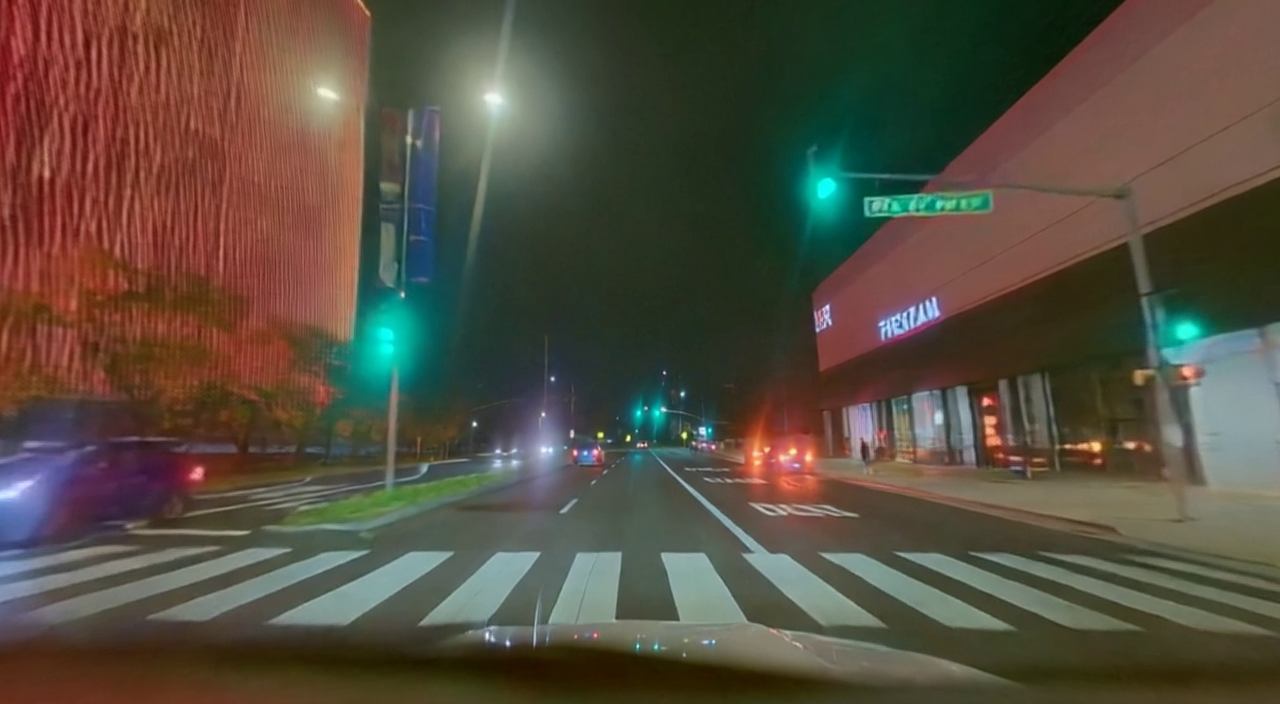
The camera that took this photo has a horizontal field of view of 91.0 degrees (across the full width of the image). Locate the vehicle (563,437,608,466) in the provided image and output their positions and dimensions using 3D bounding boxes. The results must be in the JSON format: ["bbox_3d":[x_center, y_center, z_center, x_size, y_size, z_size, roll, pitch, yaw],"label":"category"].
[{"bbox_3d":[-2.921,5.454,34.549,2.078,1.471,4.217,0,-8,0],"label":"vehicle"}]

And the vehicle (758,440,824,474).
[{"bbox_3d":[7.277,5.060,30.779,1.968,1.493,4.878,0,-8,-1],"label":"vehicle"}]
